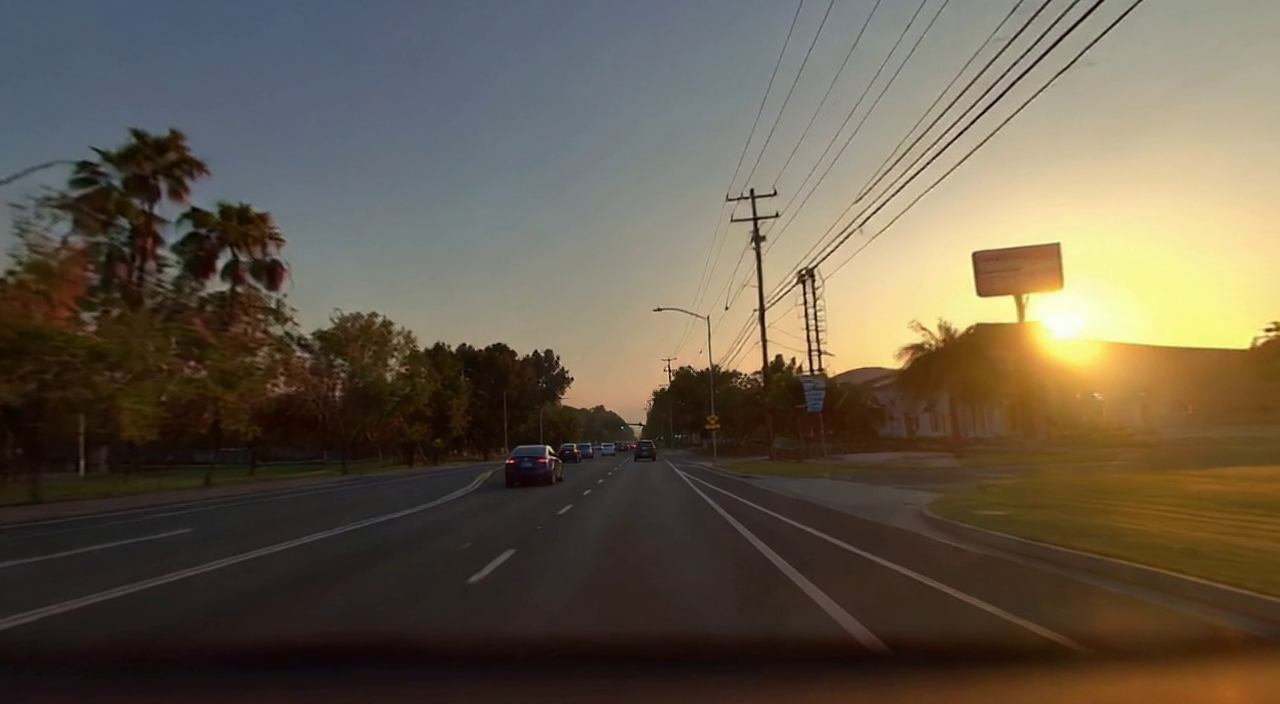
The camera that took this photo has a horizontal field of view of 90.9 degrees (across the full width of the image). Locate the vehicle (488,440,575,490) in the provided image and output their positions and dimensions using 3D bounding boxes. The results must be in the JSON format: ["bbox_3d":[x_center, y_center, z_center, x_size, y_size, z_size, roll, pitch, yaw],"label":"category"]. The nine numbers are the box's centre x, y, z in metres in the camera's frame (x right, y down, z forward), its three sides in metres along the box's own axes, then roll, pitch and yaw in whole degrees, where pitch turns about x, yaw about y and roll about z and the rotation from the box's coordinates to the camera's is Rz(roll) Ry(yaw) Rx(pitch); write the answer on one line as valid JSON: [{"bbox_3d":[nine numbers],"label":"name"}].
[{"bbox_3d":[-3.402,3.627,20.558,1.982,1.451,4.152,0,-9,2],"label":"vehicle"}]

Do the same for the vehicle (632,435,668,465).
[{"bbox_3d":[0.594,6.249,40.107,2.155,1.781,3.977,0,-9,0],"label":"vehicle"}]
